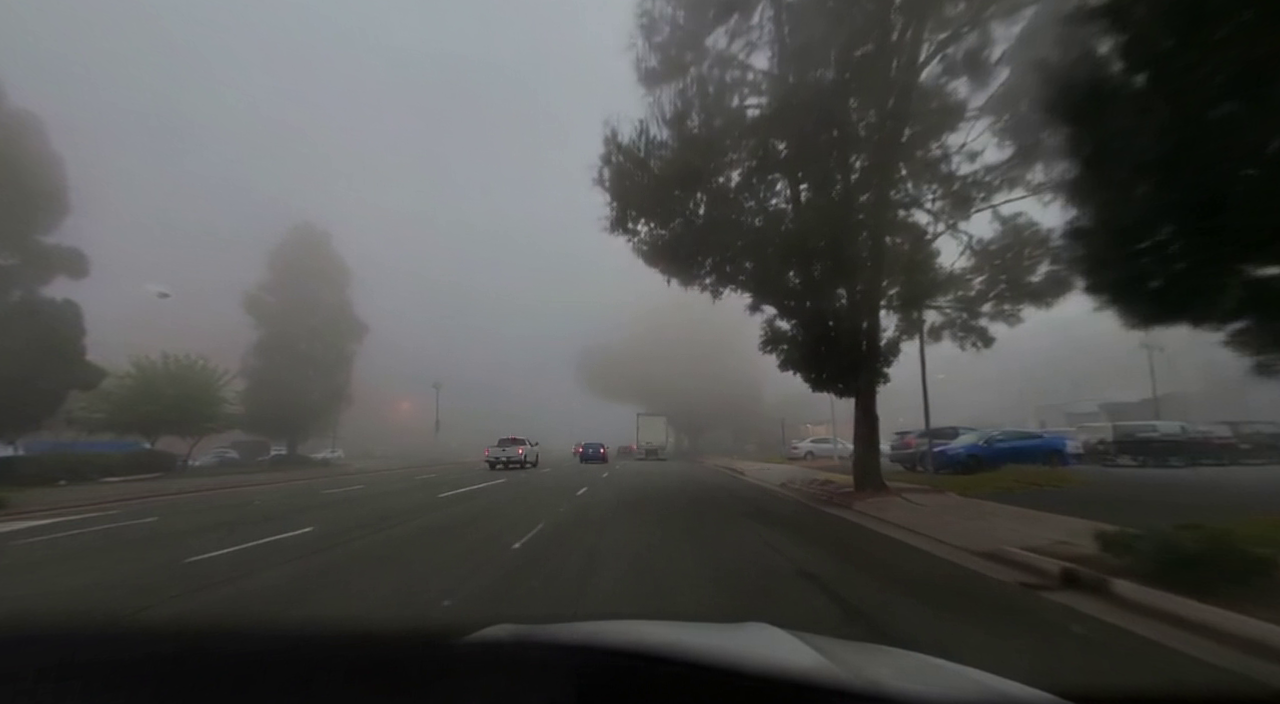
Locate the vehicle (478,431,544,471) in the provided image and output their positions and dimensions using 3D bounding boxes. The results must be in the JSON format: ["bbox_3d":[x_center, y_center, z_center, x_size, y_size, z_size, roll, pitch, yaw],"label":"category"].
[{"bbox_3d":[-6.673,5.187,33.222,2.149,1.893,5.187,0,-8,2],"label":"vehicle"}]

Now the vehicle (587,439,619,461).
[{"bbox_3d":[-2.842,7.705,49.674,2.114,1.663,4.381,0,-8,2],"label":"vehicle"}]

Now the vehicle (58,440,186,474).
[{"bbox_3d":[-34.042,6.919,41.561,6.393,2.108,2.467,-1,-9,4],"label":"vehicle"}]

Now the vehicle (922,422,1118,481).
[{"bbox_3d":[11.395,3.013,19.161,4.655,1.688,1.876,0,-9,2],"label":"vehicle"}]

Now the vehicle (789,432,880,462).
[{"bbox_3d":[10.628,5.243,34.734,4.346,1.595,1.964,0,-8,0],"label":"vehicle"}]

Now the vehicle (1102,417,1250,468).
[{"bbox_3d":[21.396,3.670,25.500,1.888,1.812,4.911,-1,-8,4],"label":"vehicle"}]
